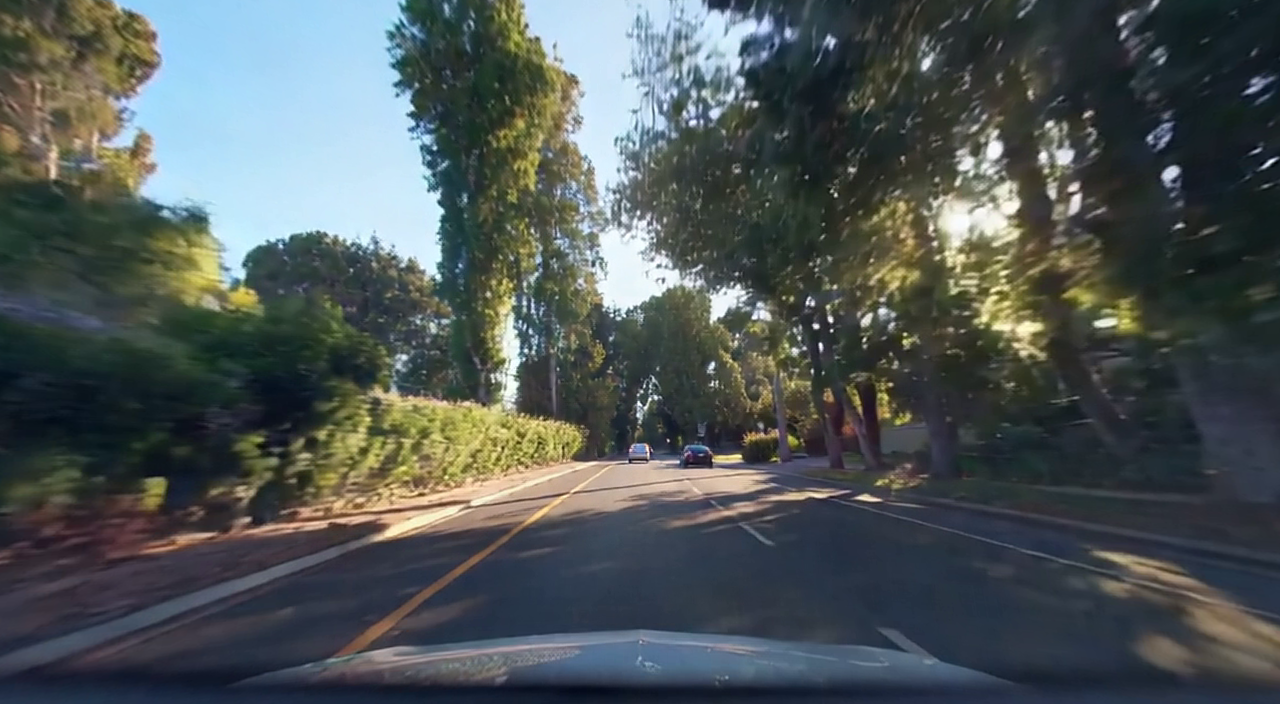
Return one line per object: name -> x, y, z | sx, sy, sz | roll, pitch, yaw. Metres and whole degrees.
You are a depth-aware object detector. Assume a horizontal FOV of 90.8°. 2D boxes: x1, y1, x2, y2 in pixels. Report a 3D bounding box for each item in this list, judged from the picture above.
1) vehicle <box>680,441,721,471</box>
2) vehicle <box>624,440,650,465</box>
vehicle -> 3.527, 6.147, 37.367 | 1.888, 1.640, 4.044 | 0, -9, -2
vehicle -> -0.230, 7.880, 49.588 | 1.925, 1.799, 4.257 | 0, -9, -1
